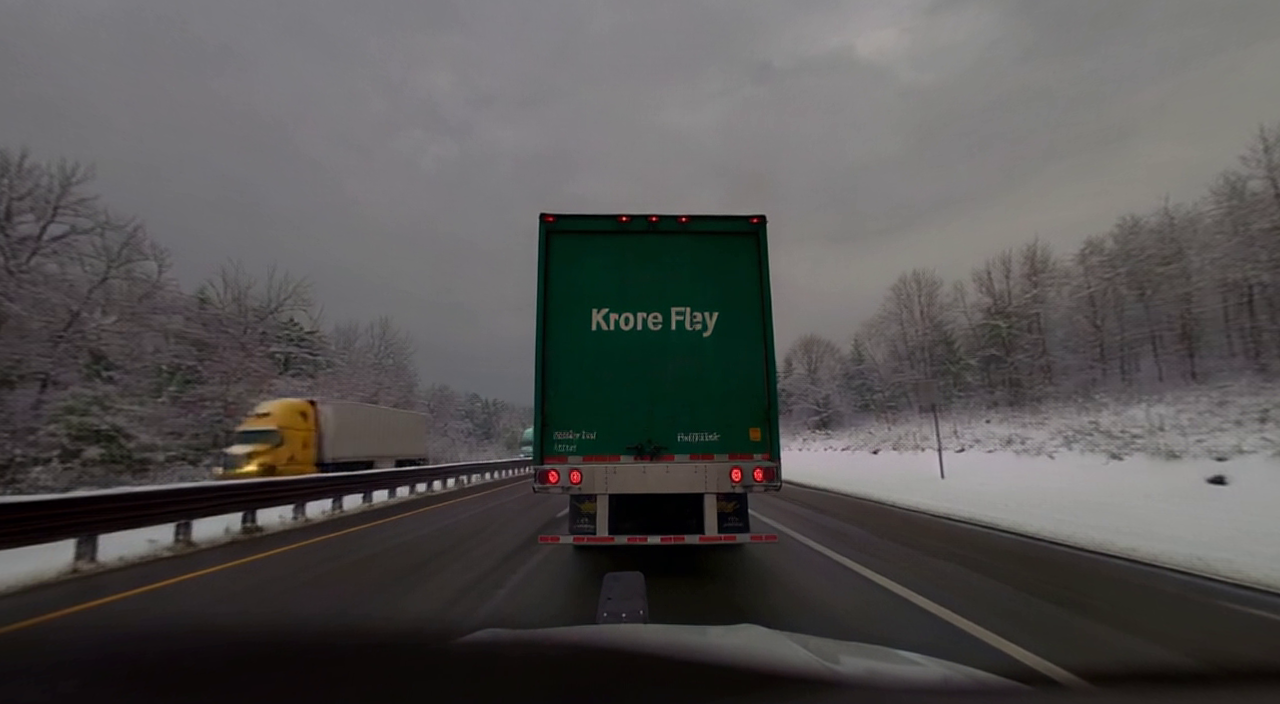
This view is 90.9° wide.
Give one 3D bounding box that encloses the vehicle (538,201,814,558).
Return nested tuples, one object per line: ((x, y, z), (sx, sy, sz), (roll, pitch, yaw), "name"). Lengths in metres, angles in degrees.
((0.464, 1.362, 14.817), (3.230, 4.377, 14.405), (0, -9, 0), "vehicle")

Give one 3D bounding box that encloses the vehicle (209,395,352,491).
((-16.258, 4.226, 29.106), (2.992, 3.946, 5.787), (0, -9, 0), "vehicle")
